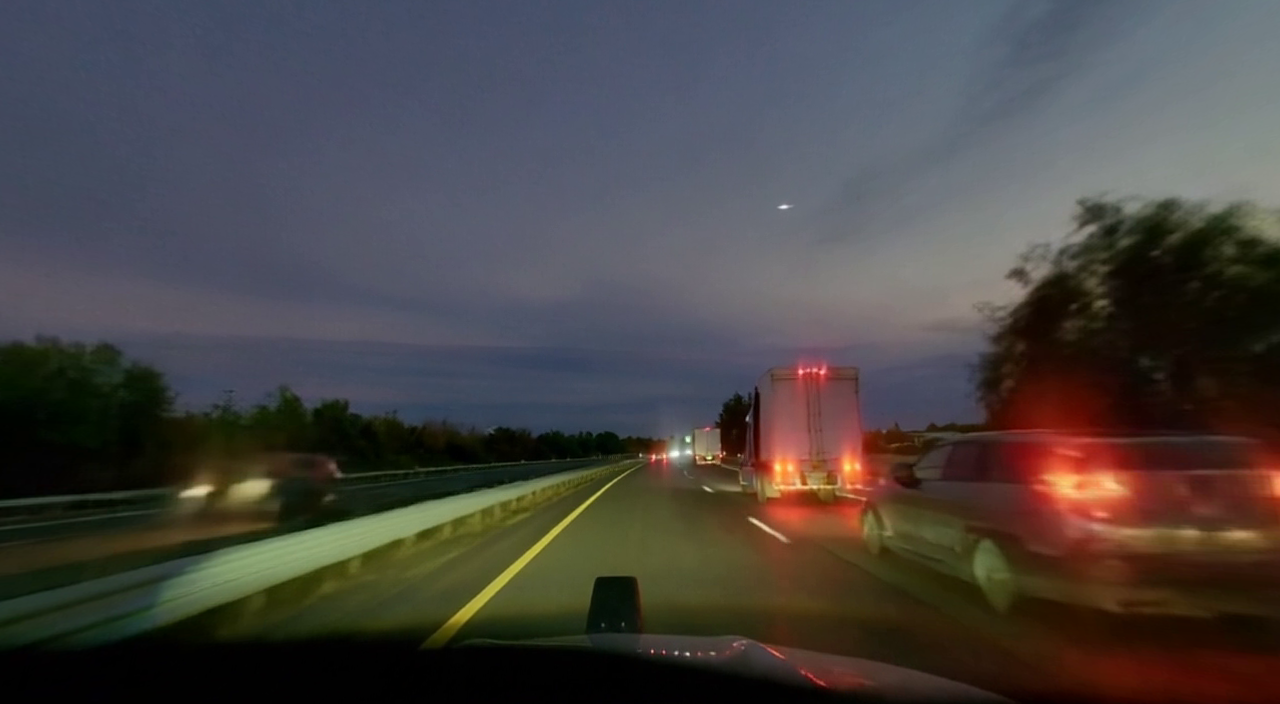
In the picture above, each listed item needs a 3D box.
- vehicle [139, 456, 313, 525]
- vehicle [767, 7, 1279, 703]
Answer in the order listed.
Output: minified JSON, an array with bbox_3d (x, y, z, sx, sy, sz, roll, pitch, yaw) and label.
[{"bbox_3d":[-11.923,3.968,18.645,1.958,1.704,4.554,0,-9,1],"label":"vehicle"},{"bbox_3d":[4.385,0.970,8.570,2.866,3.558,11.674,0,-9,0],"label":"vehicle"}]
